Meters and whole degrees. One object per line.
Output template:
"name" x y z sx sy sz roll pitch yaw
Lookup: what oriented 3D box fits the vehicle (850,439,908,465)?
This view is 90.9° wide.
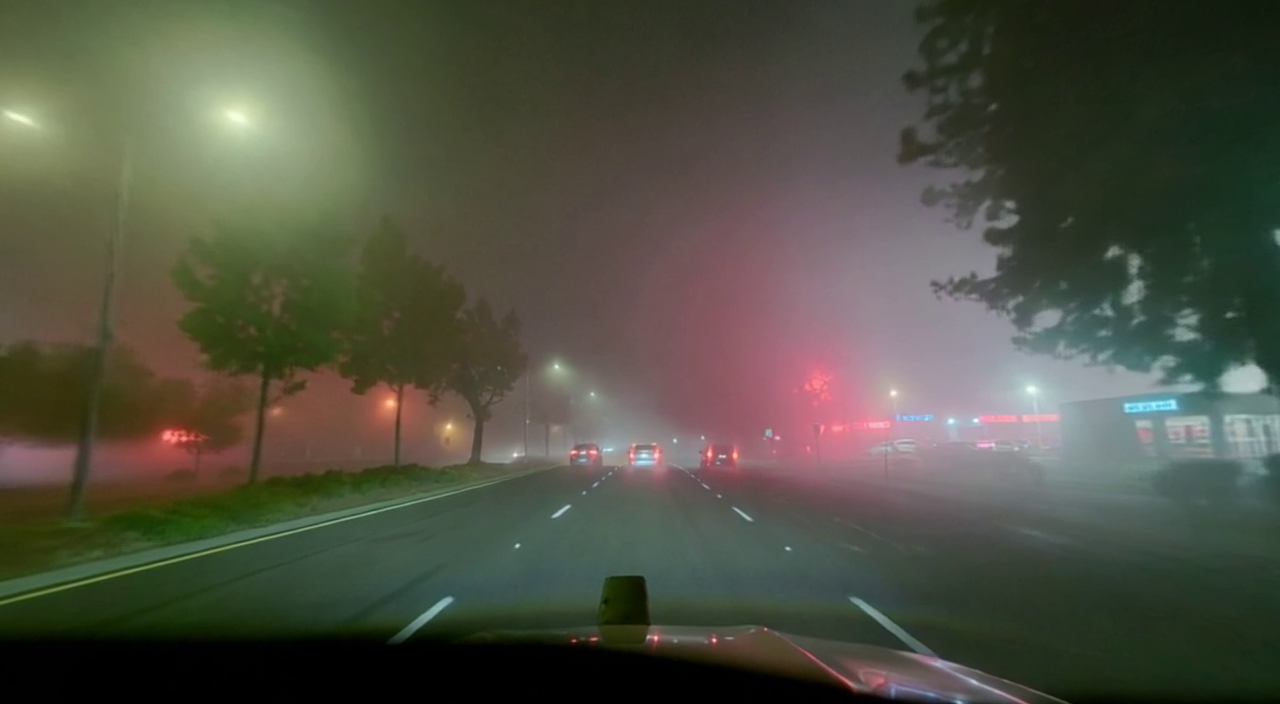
"vehicle" 15.456 6.486 41.047 2.099 1.526 4.555 -1 -8 2

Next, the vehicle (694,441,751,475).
"vehicle" 3.788 4.947 29.712 2.012 1.462 4.400 0 -8 -1

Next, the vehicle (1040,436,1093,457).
"vehicle" 32.693 7.261 48.411 1.777 1.465 3.743 -1 -9 7

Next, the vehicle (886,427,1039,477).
"vehicle" 13.375 4.189 26.429 5.144 1.834 2.188 -2 -9 2

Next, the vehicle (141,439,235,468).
"vehicle" -34.964 7.827 49.053 2.578 1.973 6.455 1 -8 -1

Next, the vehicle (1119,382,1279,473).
"vehicle" 26.141 3.236 27.103 8.385 3.654 2.810 -1 -8 2

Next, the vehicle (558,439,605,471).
"vehicle" -3.025 5.444 33.487 1.995 1.607 4.086 0 -8 1

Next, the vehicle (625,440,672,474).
"vehicle" 0.380 4.913 29.684 2.059 1.477 4.216 0 -8 0
